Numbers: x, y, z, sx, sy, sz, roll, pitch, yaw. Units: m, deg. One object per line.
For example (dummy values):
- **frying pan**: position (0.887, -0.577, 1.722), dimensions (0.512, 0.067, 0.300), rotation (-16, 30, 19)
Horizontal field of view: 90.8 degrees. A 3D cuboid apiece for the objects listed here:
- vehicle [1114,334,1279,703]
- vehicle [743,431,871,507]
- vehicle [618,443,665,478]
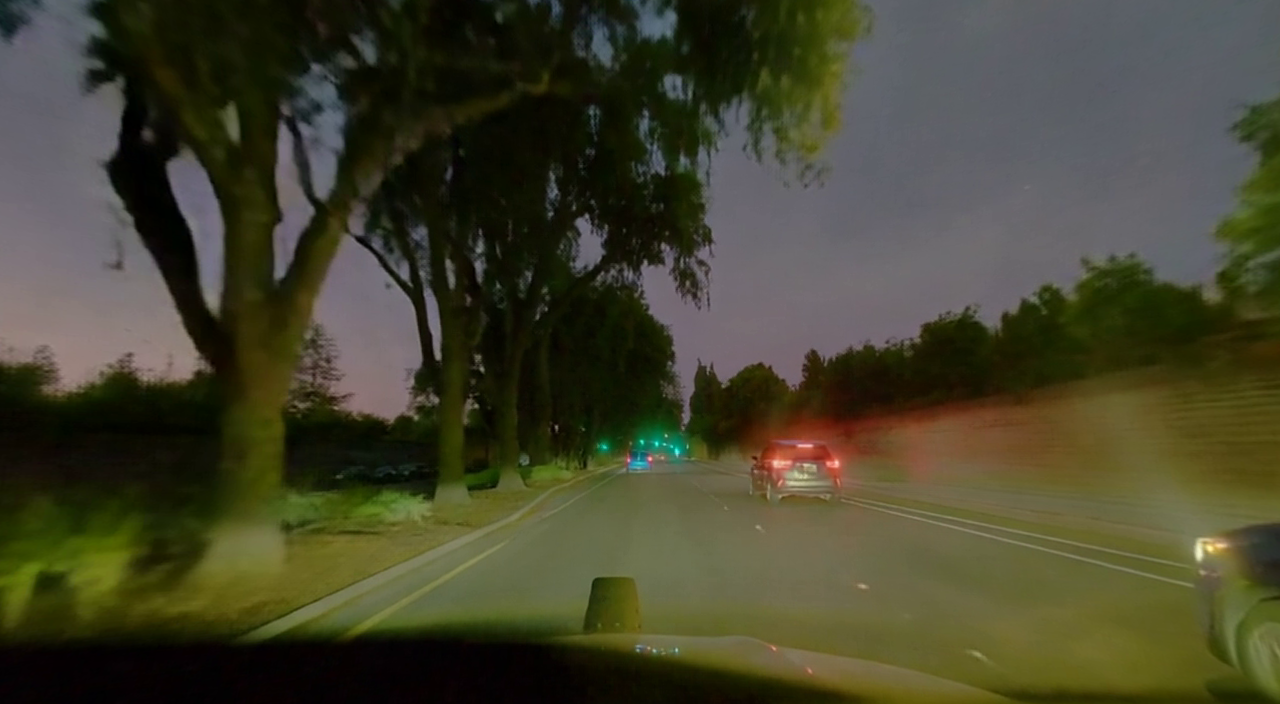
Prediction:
- **vehicle**: position (4.030, 0.553, 1.091), dimensions (2.470, 1.751, 5.015), rotation (-1, -8, 0)
- **vehicle**: position (4.297, 3.083, 17.157), dimensions (2.155, 1.752, 4.456), rotation (-1, -8, -1)
- **vehicle**: position (0.041, 5.849, 34.238), dimensions (2.391, 1.739, 3.837), rotation (-1, -8, 0)
